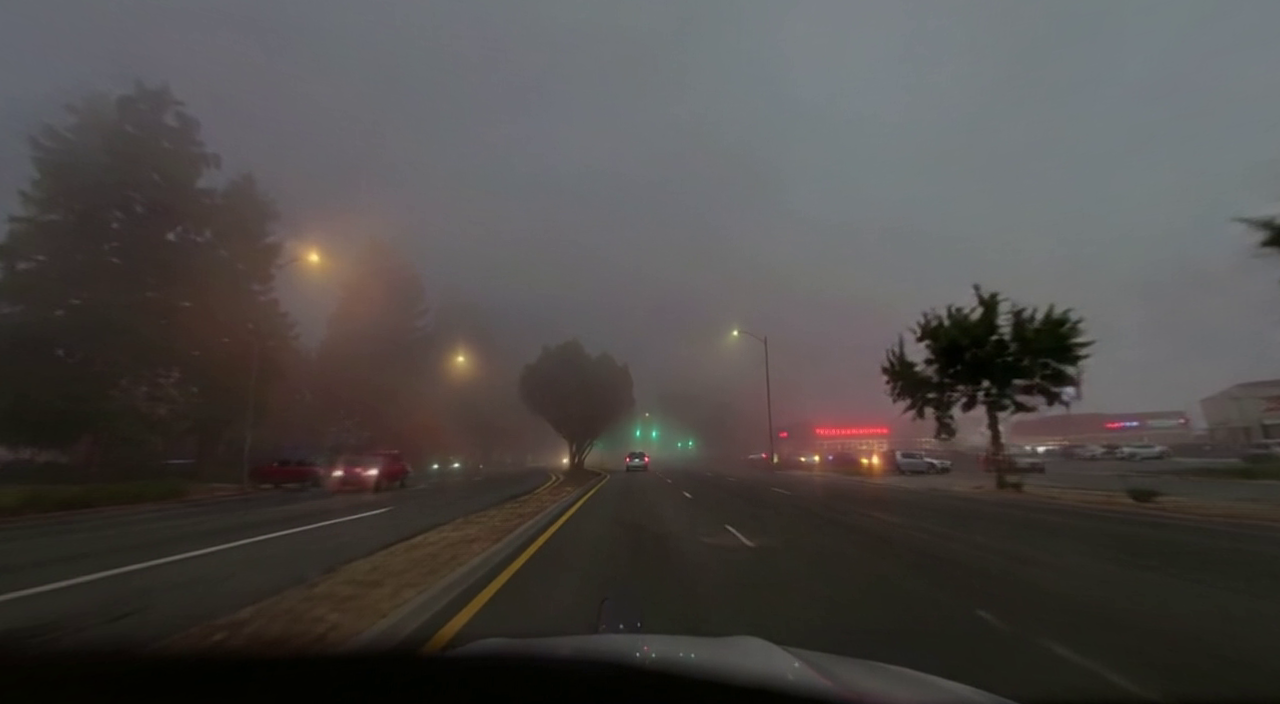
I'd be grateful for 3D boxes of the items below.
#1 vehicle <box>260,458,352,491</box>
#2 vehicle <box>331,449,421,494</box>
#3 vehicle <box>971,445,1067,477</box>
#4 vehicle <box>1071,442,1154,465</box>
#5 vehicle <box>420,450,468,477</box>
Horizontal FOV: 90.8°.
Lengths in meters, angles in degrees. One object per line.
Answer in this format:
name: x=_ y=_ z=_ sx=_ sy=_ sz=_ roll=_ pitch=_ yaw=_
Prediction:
vehicle: x=-19.766 y=7.197 z=37.514 sx=4.346 sy=1.755 sz=1.874 roll=8 pitch=-12 yaw=-44
vehicle: x=-11.404 y=5.134 z=27.648 sx=2.004 sy=1.787 sz=4.384 roll=0 pitch=-9 yaw=0
vehicle: x=19.538 y=5.569 z=32.550 sx=4.333 sy=1.532 sz=2.037 roll=4 pitch=-10 yaw=-25
vehicle: x=32.094 y=6.932 z=42.992 sx=4.036 sy=1.512 sz=1.856 roll=0 pitch=-9 yaw=1
vehicle: x=-14.588 y=8.273 z=47.268 sx=2.046 sy=1.900 sz=4.689 roll=0 pitch=-9 yaw=0
